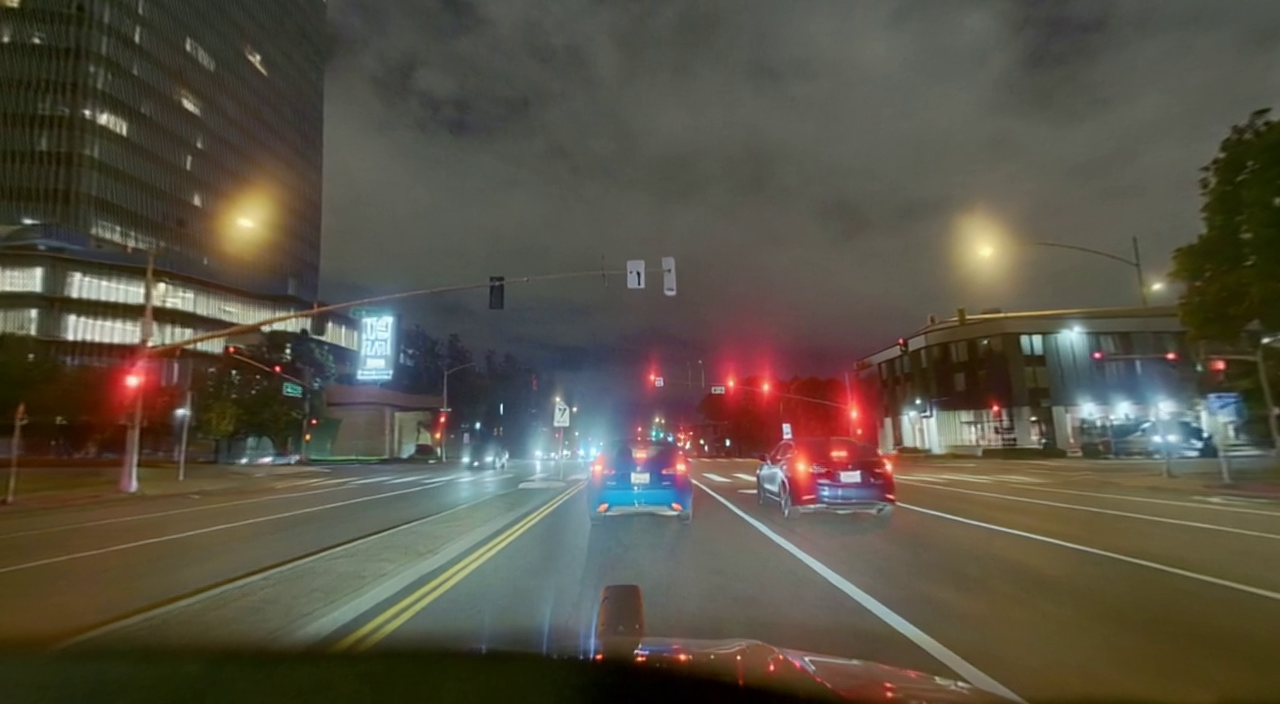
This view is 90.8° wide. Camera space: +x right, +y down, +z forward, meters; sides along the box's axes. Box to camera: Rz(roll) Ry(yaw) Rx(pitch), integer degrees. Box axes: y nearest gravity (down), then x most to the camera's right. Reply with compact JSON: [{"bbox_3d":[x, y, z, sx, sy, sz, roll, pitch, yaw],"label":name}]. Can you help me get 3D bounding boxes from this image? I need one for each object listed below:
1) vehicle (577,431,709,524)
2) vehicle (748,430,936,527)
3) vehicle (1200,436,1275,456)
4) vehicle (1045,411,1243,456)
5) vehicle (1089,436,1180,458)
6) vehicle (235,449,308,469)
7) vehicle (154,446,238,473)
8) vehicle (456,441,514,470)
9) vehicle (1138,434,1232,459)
[{"bbox_3d":[0.012,2.297,12.091,2.087,1.468,4.014,0,-9,-1],"label":"vehicle"},{"bbox_3d":[3.532,2.304,12.112,2.018,1.491,4.544,0,-9,-1],"label":"vehicle"},{"bbox_3d":[42.010,6.612,44.432,3.442,1.409,1.770,0,-9,-1],"label":"vehicle"},{"bbox_3d":[38.196,6.240,48.134,12.695,3.252,3.036,0,-9,-3],"label":"vehicle"},{"bbox_3d":[34.419,6.603,44.054,4.616,1.476,2.165,0,-9,-3],"label":"vehicle"},{"bbox_3d":[-27.760,8.060,47.738,4.423,1.470,1.877,3,-9,-21],"label":"vehicle"},{"bbox_3d":[-26.862,6.500,38.297,3.657,1.528,1.783,1,-9,-4],"label":"vehicle"},{"bbox_3d":[-8.581,5.765,35.298,2.004,1.476,4.671,0,-9,1],"label":"vehicle"},{"bbox_3d":[35.003,6.062,40.666,4.190,1.535,1.998,0,-9,-1],"label":"vehicle"}]
